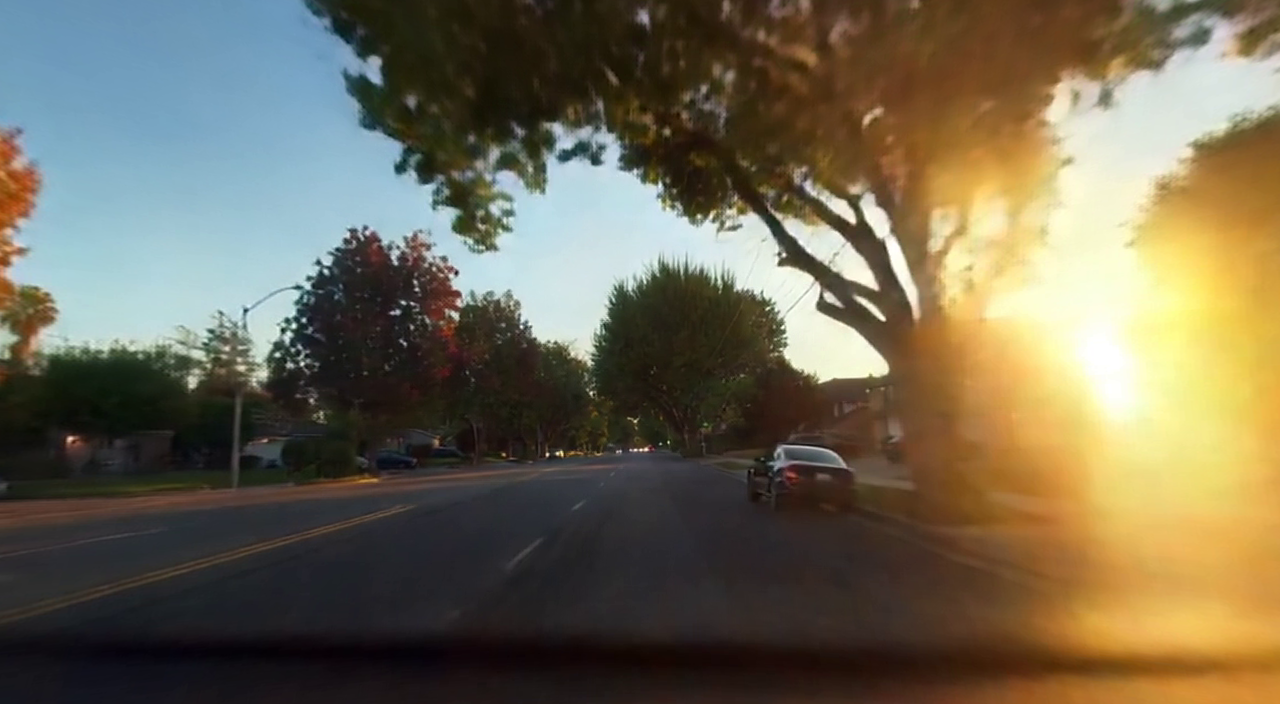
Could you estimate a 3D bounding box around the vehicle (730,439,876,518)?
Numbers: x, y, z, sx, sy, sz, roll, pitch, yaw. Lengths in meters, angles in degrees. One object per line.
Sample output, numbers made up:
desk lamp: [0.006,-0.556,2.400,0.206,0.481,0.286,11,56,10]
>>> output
vehicle: [3.520,2.833,14.791,2.037,1.518,4.904,0,-8,-1]

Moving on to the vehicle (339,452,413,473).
vehicle: [-18.751,7.834,44.926,4.450,1.409,1.990,6,-10,-34]
